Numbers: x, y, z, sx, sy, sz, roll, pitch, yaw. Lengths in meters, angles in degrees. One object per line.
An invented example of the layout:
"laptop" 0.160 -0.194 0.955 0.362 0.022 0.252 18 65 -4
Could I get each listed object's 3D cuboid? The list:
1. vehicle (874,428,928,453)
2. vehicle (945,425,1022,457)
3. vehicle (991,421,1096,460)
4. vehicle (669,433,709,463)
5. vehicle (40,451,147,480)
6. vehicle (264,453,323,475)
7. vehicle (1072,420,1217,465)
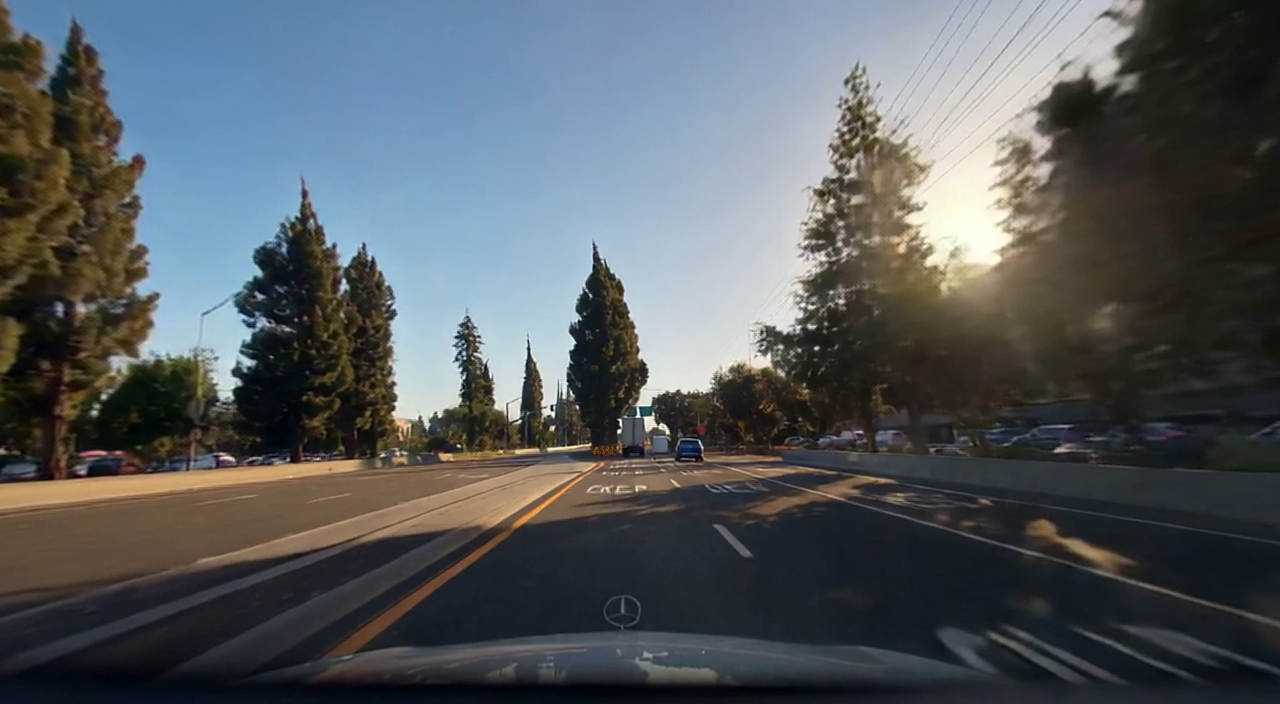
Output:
"vehicle" 20.335 6.973 49.503 1.993 1.854 5.008 0 -8 -1
"vehicle" 20.070 5.250 37.180 1.939 1.753 4.469 0 -8 0
"vehicle" 20.048 4.441 31.718 1.941 1.784 4.967 0 -8 -1
"vehicle" 3.053 6.073 40.085 2.086 1.803 4.607 0 -8 -1
"vehicle" -34.492 7.172 39.973 4.598 1.717 2.289 0 -8 -1
"vehicle" -26.298 8.501 48.152 1.883 1.482 4.779 0 -8 -2
"vehicle" 20.239 3.684 25.694 2.021 1.640 4.620 0 -8 0
